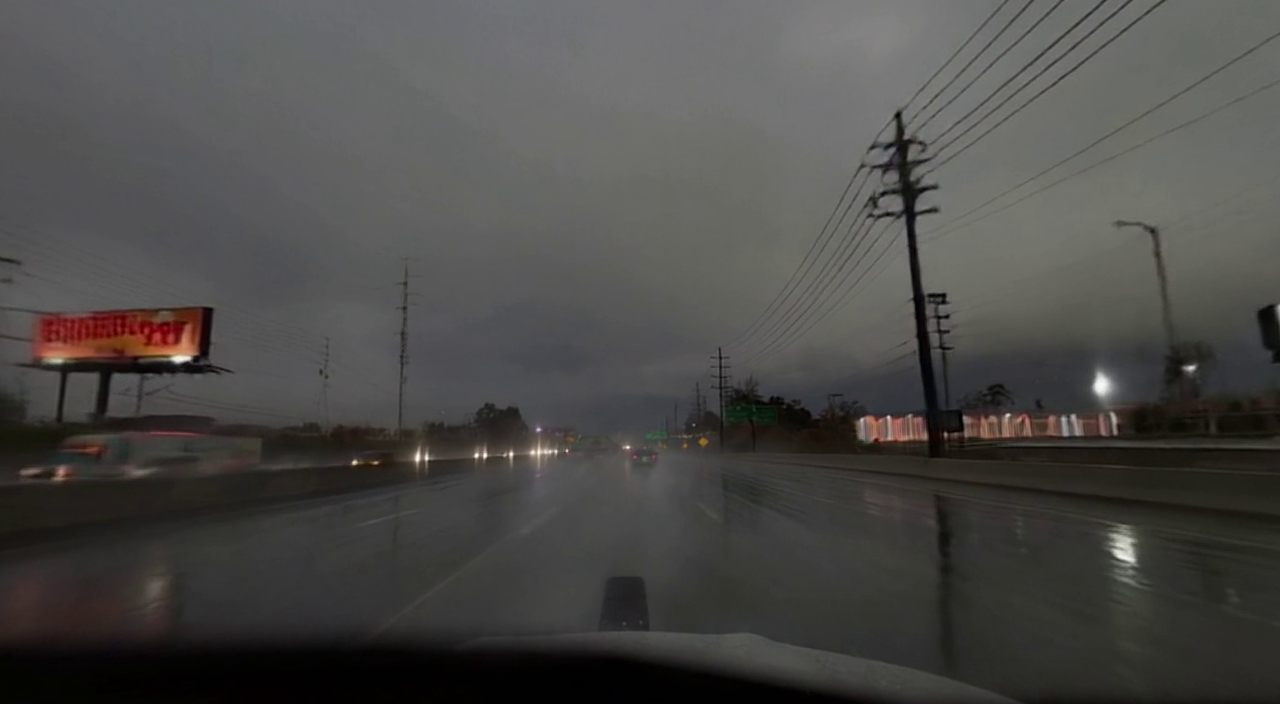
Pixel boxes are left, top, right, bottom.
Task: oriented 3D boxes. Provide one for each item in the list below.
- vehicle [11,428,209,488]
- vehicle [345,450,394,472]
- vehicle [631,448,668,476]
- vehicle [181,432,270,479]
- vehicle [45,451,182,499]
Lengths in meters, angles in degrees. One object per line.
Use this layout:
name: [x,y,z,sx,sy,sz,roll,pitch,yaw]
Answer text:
vehicle: [-30.329,6.110,36.987,3.093,3.028,9.516,-1,-8,2]
vehicle: [-20.388,8.196,47.658,1.865,1.501,3.752,-1,-8,3]
vehicle: [0.474,5.965,34.485,1.891,1.444,3.968,0,-8,0]
vehicle: [-30.399,7.550,46.544,2.799,3.222,5.239,-1,-7,1]
vehicle: [-16.581,3.847,20.080,1.440,1.339,3.287,-1,-9,2]
